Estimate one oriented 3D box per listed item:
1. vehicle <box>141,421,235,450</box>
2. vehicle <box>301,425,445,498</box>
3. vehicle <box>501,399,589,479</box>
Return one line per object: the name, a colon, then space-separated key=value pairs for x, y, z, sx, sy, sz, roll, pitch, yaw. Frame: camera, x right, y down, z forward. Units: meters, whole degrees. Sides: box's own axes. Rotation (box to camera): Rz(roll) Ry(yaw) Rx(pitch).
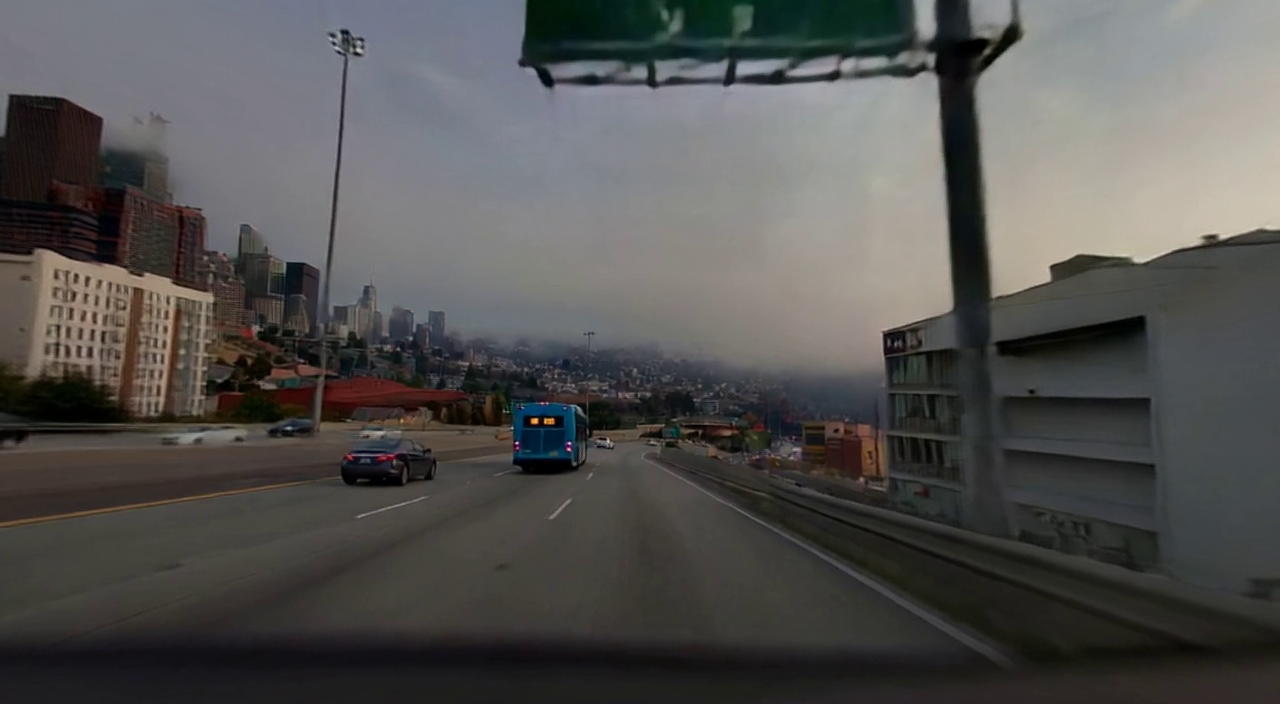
vehicle: x=-25.881 y=4.854 z=36.322 sx=1.731 sy=1.496 sz=4.532 roll=-1 pitch=-9 yaw=6
vehicle: x=-6.984 y=2.904 z=17.095 sx=1.993 sy=1.690 sz=4.450 roll=0 pitch=-9 yaw=-1
vehicle: x=-3.842 y=3.886 z=27.499 sx=2.888 sy=2.944 sz=8.373 roll=0 pitch=-9 yaw=-2
